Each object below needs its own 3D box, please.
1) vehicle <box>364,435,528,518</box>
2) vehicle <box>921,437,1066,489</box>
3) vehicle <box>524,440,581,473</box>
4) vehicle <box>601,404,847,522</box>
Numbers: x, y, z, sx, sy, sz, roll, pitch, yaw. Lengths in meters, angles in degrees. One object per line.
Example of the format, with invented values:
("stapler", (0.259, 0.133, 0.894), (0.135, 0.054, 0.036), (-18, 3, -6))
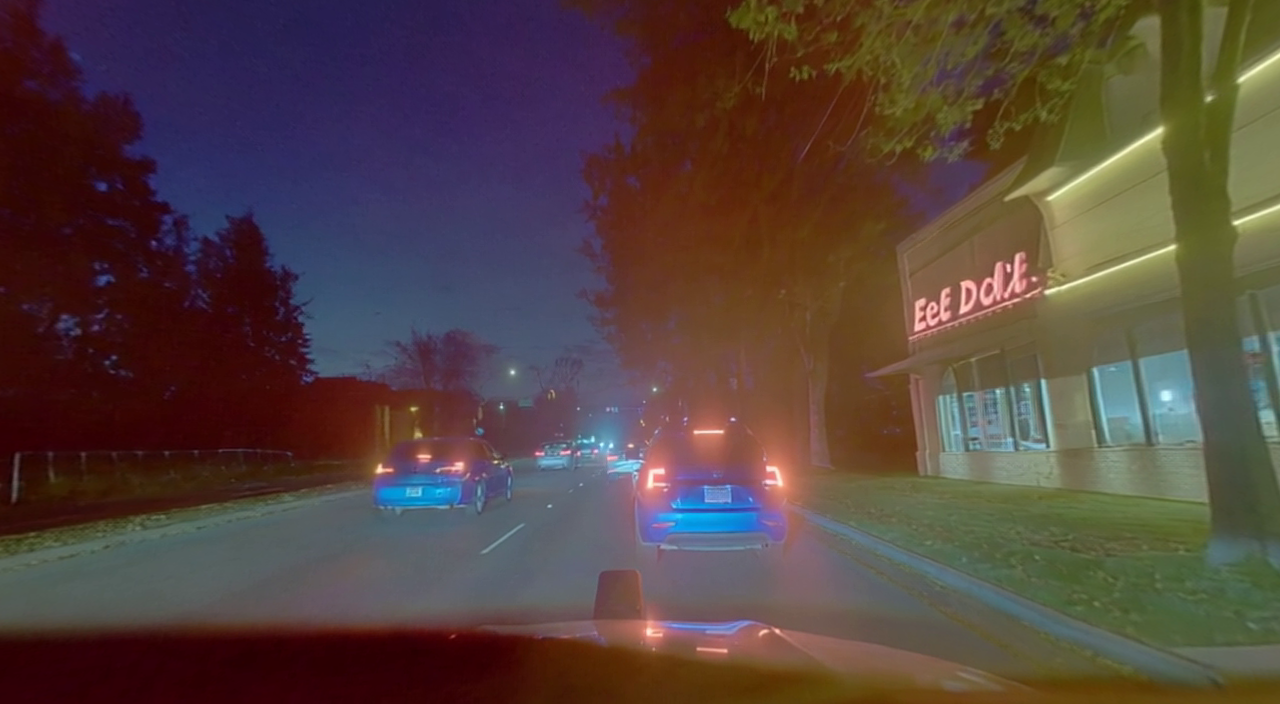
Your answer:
("vehicle", (-3.890, 2.564, 13.511), (2.026, 1.466, 4.282), (0, -8, 2))
("vehicle", (12.285, 3.883, 22.035), (3.871, 1.525, 1.835), (-3, -9, 0))
("vehicle", (-4.073, 4.937, 29.887), (2.042, 1.470, 4.123), (0, -8, 1))
("vehicle", (1.545, 2.211, 12.927), (4.642, 1.955, 2.052), (-8, -12, 43))
